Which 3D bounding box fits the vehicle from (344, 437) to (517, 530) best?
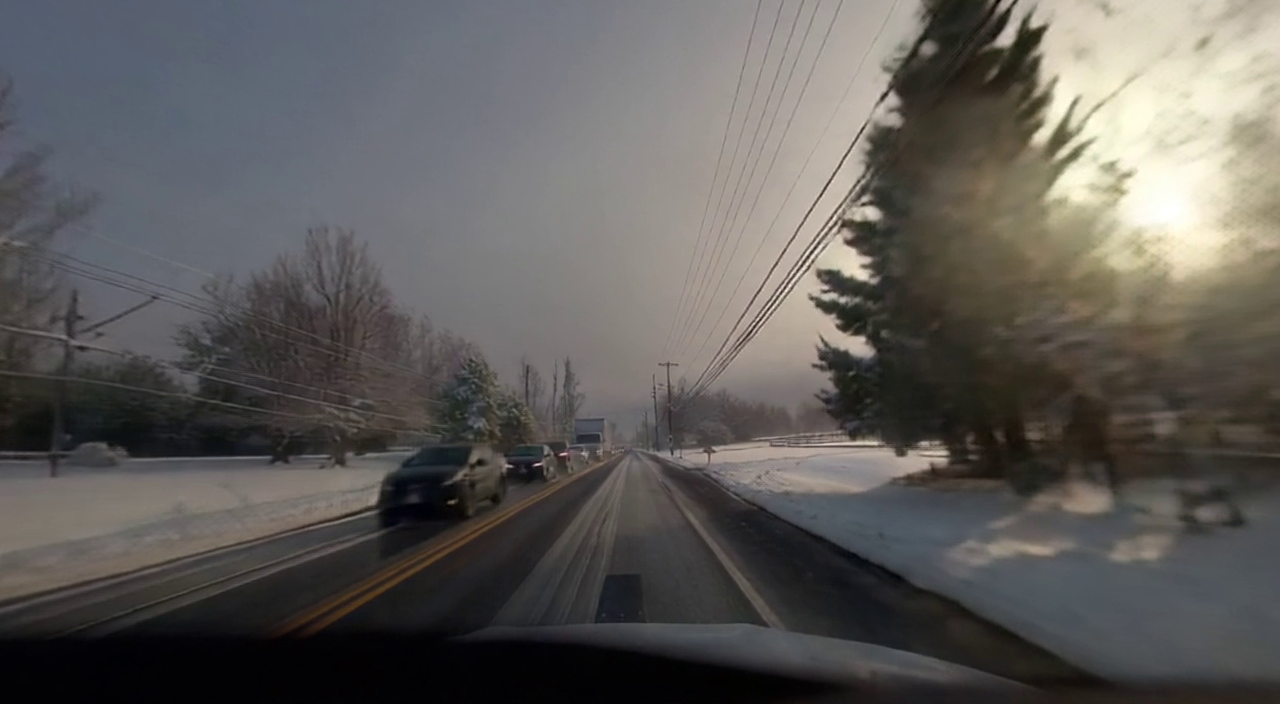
[{"bbox_3d":[-4.520,2.858,14.557,2.284,1.634,4.756,-4,-8,1],"label":"vehicle"}]
